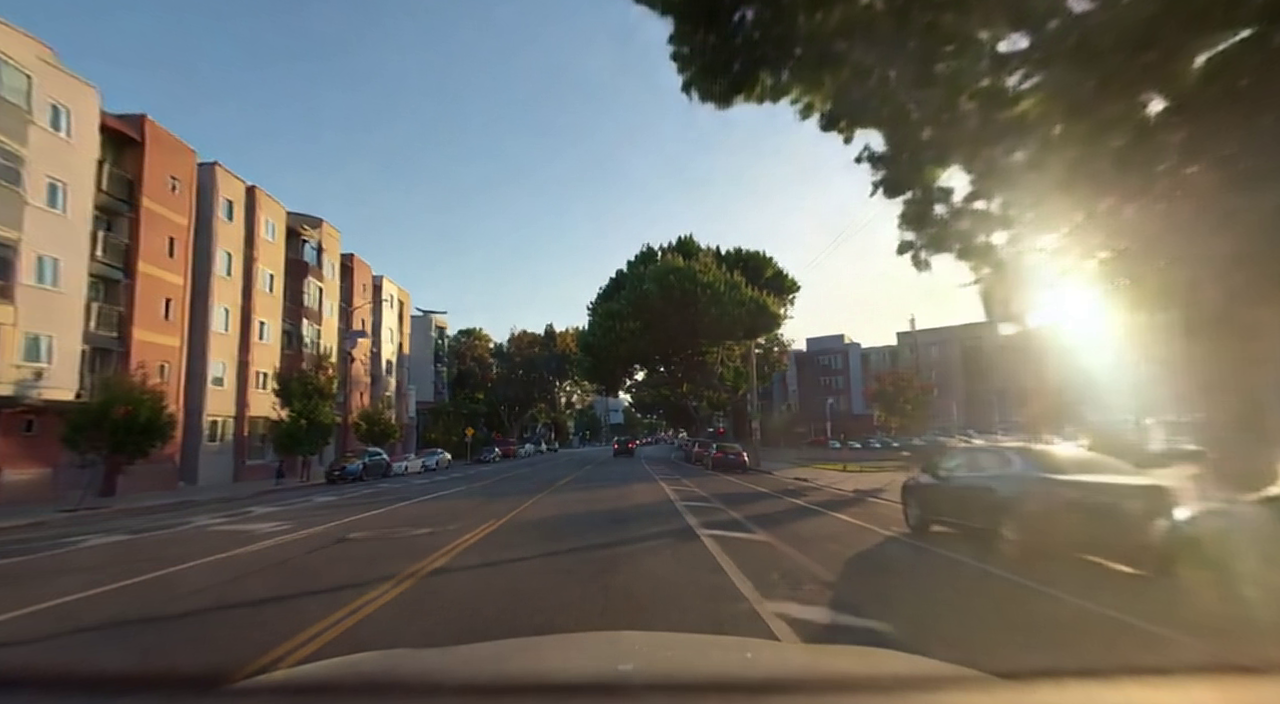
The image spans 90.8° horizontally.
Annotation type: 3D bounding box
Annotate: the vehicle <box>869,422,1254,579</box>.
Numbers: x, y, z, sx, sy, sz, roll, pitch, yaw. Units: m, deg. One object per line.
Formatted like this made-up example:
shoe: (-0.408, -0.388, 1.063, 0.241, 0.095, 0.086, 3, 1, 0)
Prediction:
vehicle: (5.053, 1.817, 8.637, 2.069, 1.538, 4.528, 0, -8, -1)

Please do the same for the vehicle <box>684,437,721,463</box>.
vehicle: (4.512, 7.173, 46.348, 2.102, 1.781, 5.470, 0, -8, -1)

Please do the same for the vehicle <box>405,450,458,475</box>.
vehicle: (-13.605, 7.208, 41.509, 1.889, 1.461, 4.608, 0, -8, 0)

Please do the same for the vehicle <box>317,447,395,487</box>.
vehicle: (-13.389, 5.419, 30.089, 1.908, 1.694, 4.306, 0, -8, -4)

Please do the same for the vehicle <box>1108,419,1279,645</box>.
vehicle: (5.143, 1.102, 3.570, 1.797, 1.486, 4.154, 0, -8, 0)

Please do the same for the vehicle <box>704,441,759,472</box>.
vehicle: (4.618, 5.335, 32.500, 2.085, 1.466, 4.276, 0, -8, -2)
